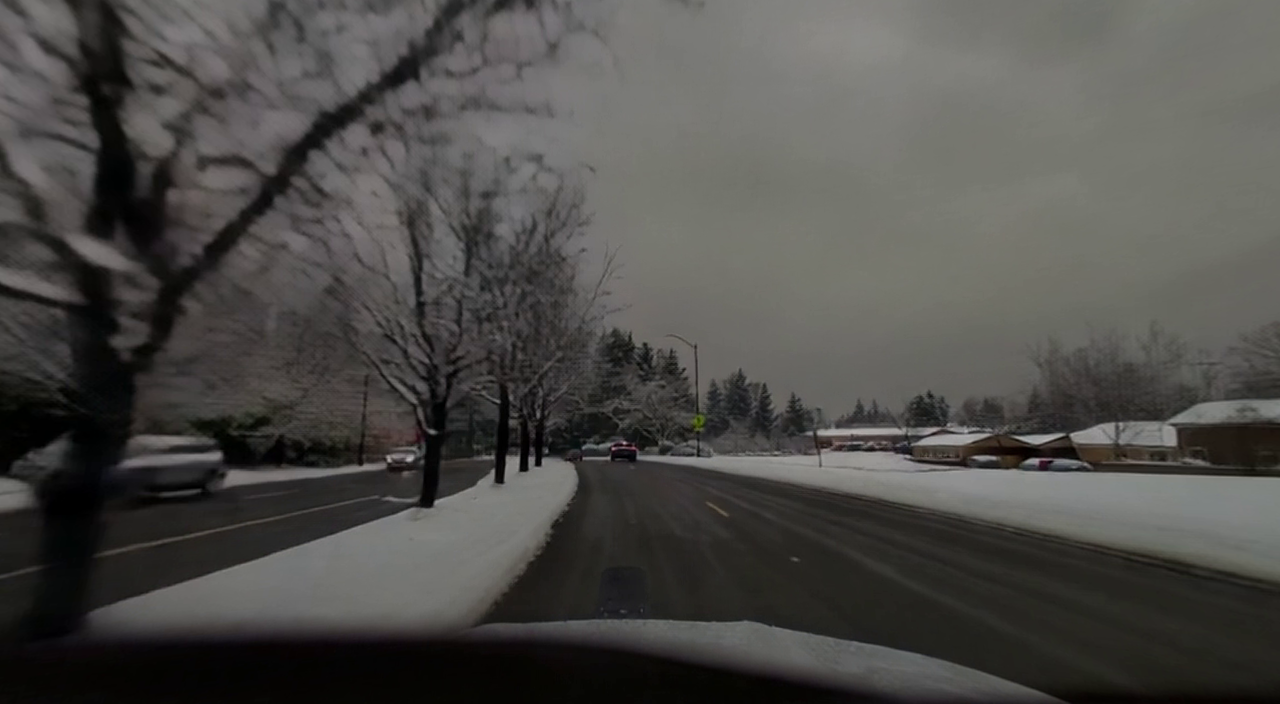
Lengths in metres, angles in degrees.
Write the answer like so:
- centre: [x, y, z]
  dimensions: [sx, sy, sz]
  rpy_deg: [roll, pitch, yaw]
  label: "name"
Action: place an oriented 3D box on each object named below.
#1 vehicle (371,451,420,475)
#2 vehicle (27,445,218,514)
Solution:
- centre: [-17.260, 7.806, 44.512]
  dimensions: [2.046, 1.523, 4.802]
  rpy_deg: [1, -9, -7]
  label: "vehicle"
- centre: [-14.371, 3.507, 17.848]
  dimensions: [1.985, 1.705, 4.209]
  rpy_deg: [0, -9, -4]
  label: "vehicle"
